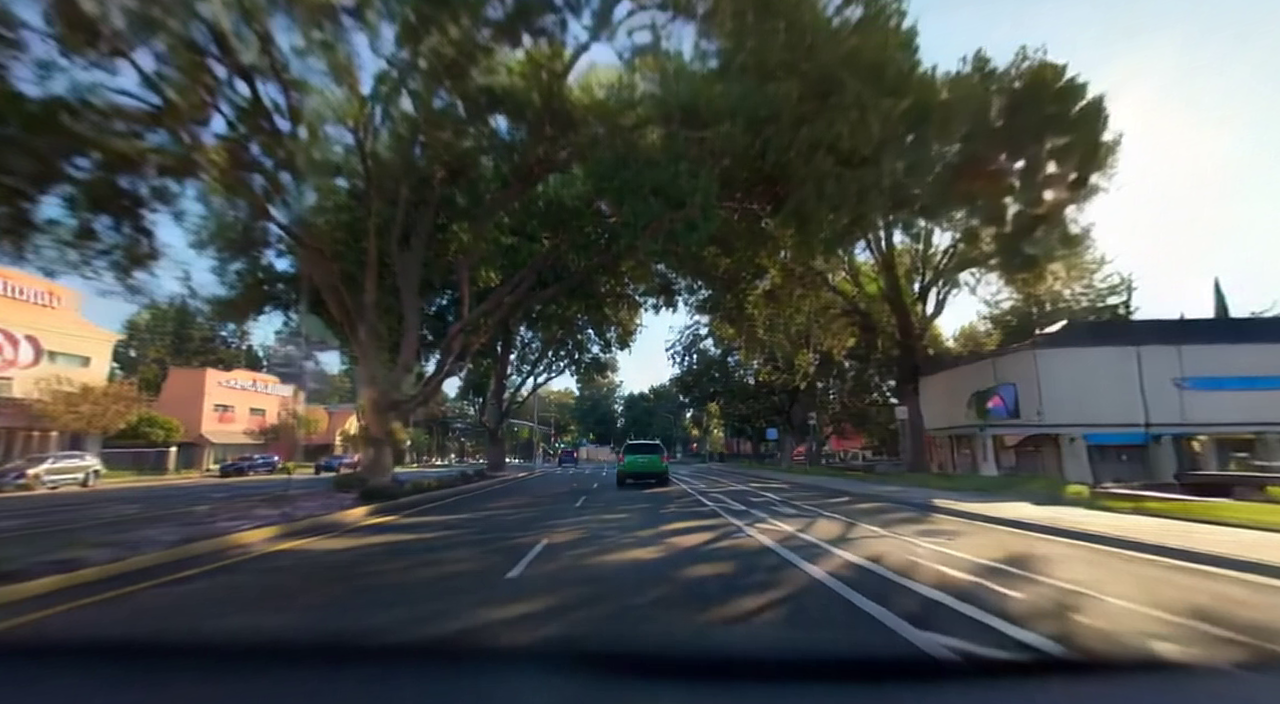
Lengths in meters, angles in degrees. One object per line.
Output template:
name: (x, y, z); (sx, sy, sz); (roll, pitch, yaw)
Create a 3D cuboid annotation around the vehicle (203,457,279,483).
vehicle: (-26.727, 7.898, 42.543); (1.955, 1.540, 5.041); (0, -9, -1)

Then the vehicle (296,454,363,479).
vehicle: (-20.774, 7.666, 42.571); (2.004, 1.546, 5.015); (0, -9, -1)

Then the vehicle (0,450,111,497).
vehicle: (-26.118, 5.181, 27.446); (2.111, 1.839, 4.932); (0, -9, -2)

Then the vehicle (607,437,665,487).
vehicle: (-0.228, 4.656, 27.097); (2.273, 1.909, 5.075); (0, -9, -2)

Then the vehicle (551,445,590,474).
vehicle: (-4.630, 7.209, 42.656); (2.202, 1.856, 4.516); (0, -9, -1)
